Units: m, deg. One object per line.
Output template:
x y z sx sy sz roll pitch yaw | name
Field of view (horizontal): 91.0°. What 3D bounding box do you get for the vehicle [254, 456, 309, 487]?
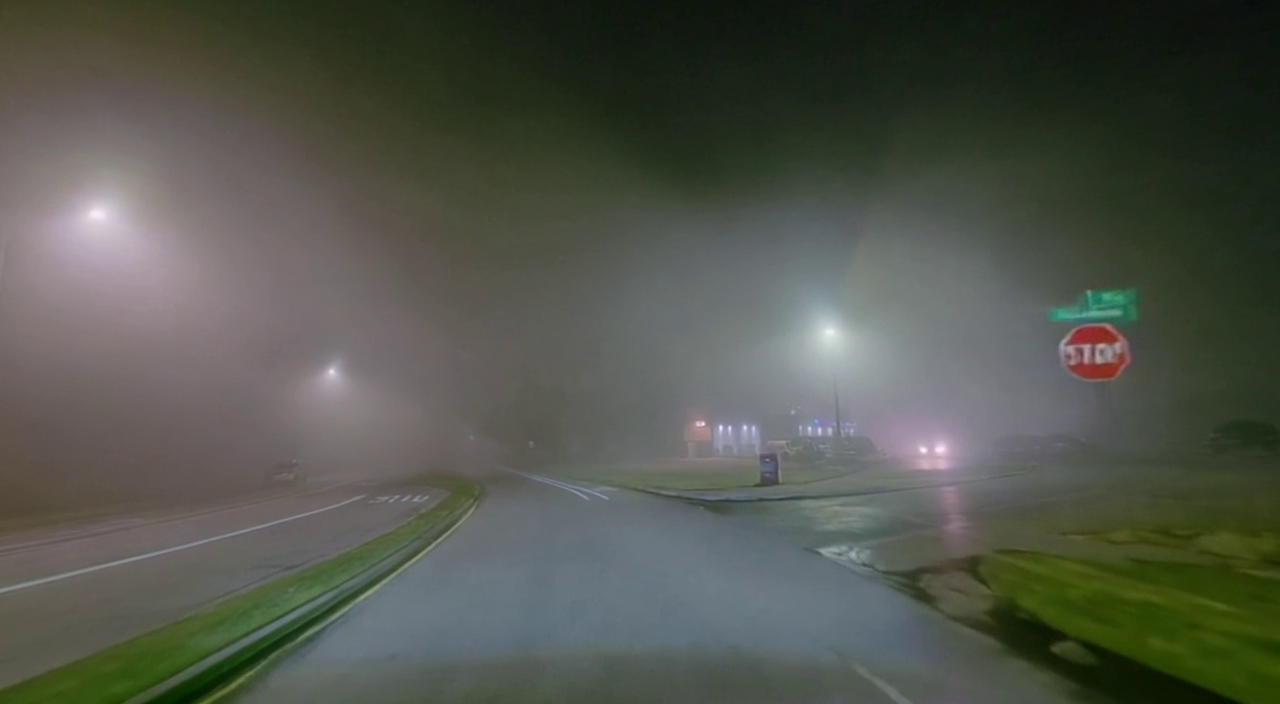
-21.678 7.280 38.178 1.952 1.632 4.200 1 -12 -17 | vehicle
